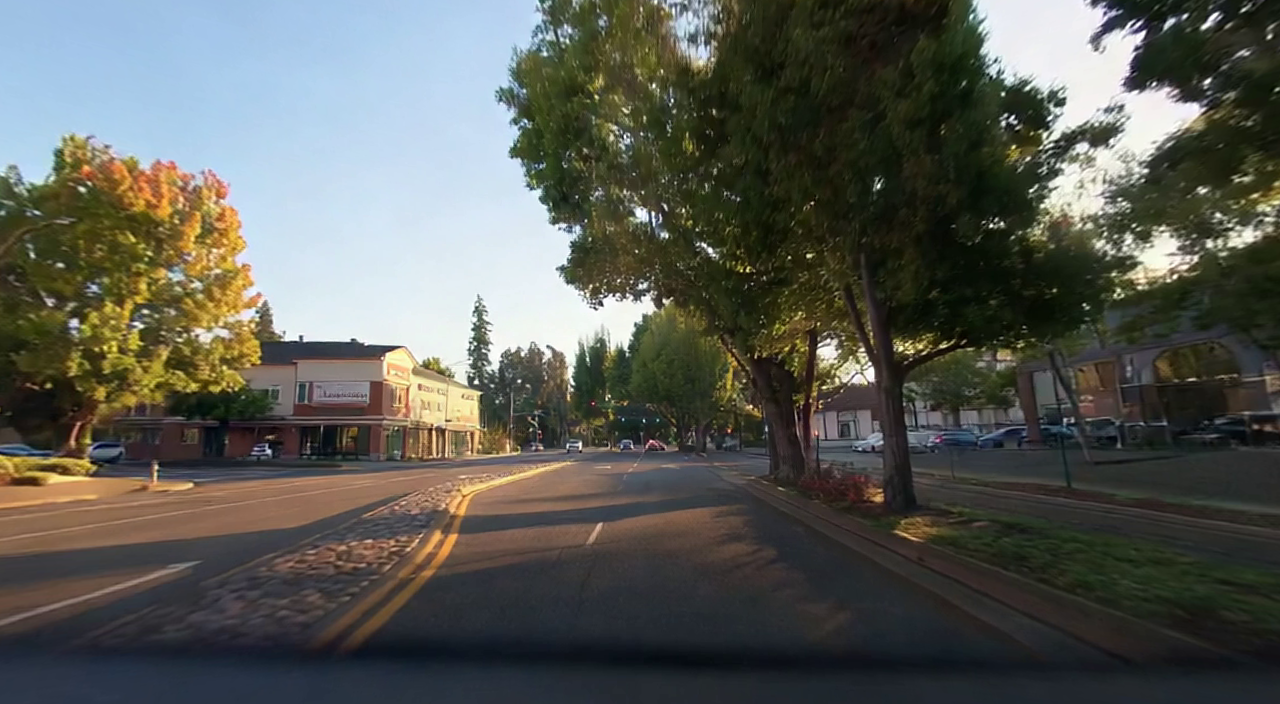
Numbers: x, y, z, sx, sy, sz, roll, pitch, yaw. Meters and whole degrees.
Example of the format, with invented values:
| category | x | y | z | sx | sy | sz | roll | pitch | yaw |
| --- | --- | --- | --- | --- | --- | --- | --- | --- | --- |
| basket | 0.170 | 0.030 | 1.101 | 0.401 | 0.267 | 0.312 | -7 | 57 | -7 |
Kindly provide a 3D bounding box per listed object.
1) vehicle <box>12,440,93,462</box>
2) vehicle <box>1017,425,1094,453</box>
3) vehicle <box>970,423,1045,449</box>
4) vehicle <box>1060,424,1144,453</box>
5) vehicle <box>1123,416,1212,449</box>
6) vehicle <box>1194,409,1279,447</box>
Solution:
| category | x | y | z | sx | sy | sz | roll | pitch | yaw |
| --- | --- | --- | --- | --- | --- | --- | --- | --- | --- |
| vehicle | -45.682 | 7.752 | 49.097 | 4.443 | 1.398 | 1.830 | -3 | -10 | -2 |
| vehicle | 21.296 | 4.461 | 32.352 | 3.179 | 1.322 | 1.521 | 1 | -8 | -18 |
| vehicle | 25.708 | 5.927 | 44.302 | 1.850 | 1.745 | 4.514 | 2 | -9 | -12 |
| vehicle | 21.973 | 4.097 | 30.026 | 3.143 | 1.303 | 1.491 | 1 | -8 | -16 |
| vehicle | 23.079 | 3.551 | 27.605 | 3.221 | 1.347 | 1.557 | 3 | -10 | -23 |
| vehicle | 24.386 | 3.098 | 25.363 | 3.380 | 1.431 | 1.765 | 4 | -9 | -24 |
